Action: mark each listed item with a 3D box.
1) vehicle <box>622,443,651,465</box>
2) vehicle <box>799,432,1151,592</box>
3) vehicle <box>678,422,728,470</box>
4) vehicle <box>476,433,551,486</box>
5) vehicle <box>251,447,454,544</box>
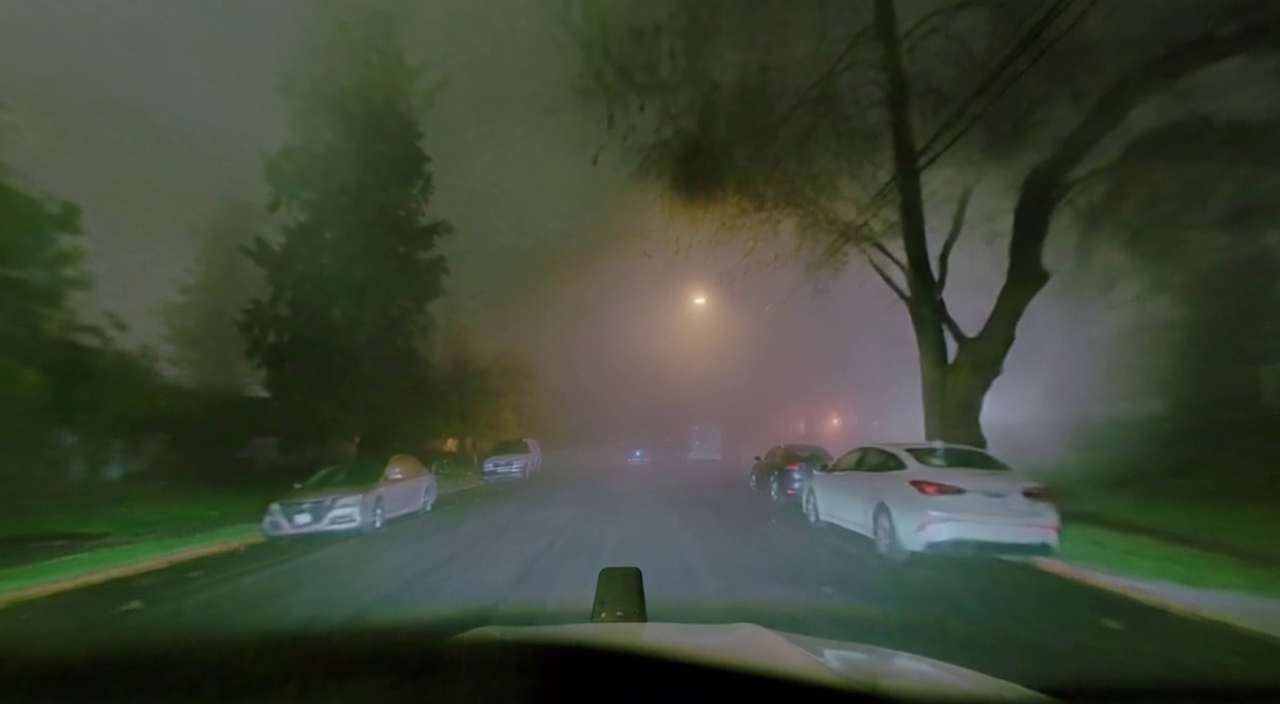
[{"bbox_3d":[-0.265,7.559,46.891,2.062,1.509,4.305,0,-8,-1],"label":"vehicle"},{"bbox_3d":[3.993,1.982,8.885,2.144,1.572,5.026,0,-9,0],"label":"vehicle"},{"bbox_3d":[3.882,5.954,40.141,2.384,2.791,5.899,0,-9,-2],"label":"vehicle"},{"bbox_3d":[-6.006,5.120,30.769,2.284,2.119,5.984,-3,-7,1],"label":"vehicle"},{"bbox_3d":[-6.058,3.017,14.305,2.094,1.433,5.740,-4,-7,-2],"label":"vehicle"}]
